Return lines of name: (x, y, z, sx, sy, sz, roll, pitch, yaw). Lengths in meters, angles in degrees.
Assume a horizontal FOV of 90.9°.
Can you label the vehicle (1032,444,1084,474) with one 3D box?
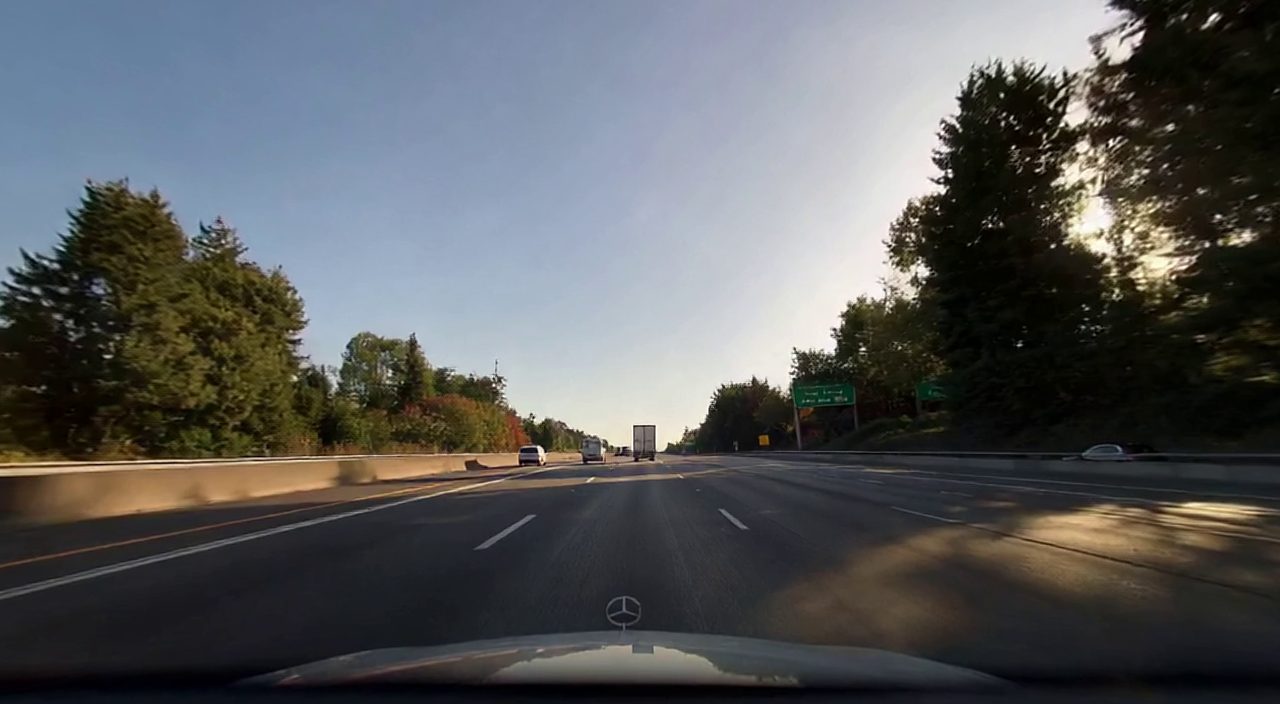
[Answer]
vehicle: (29.955, 7.634, 45.313, 2.085, 2.025, 4.992, -3, -9, 23)
